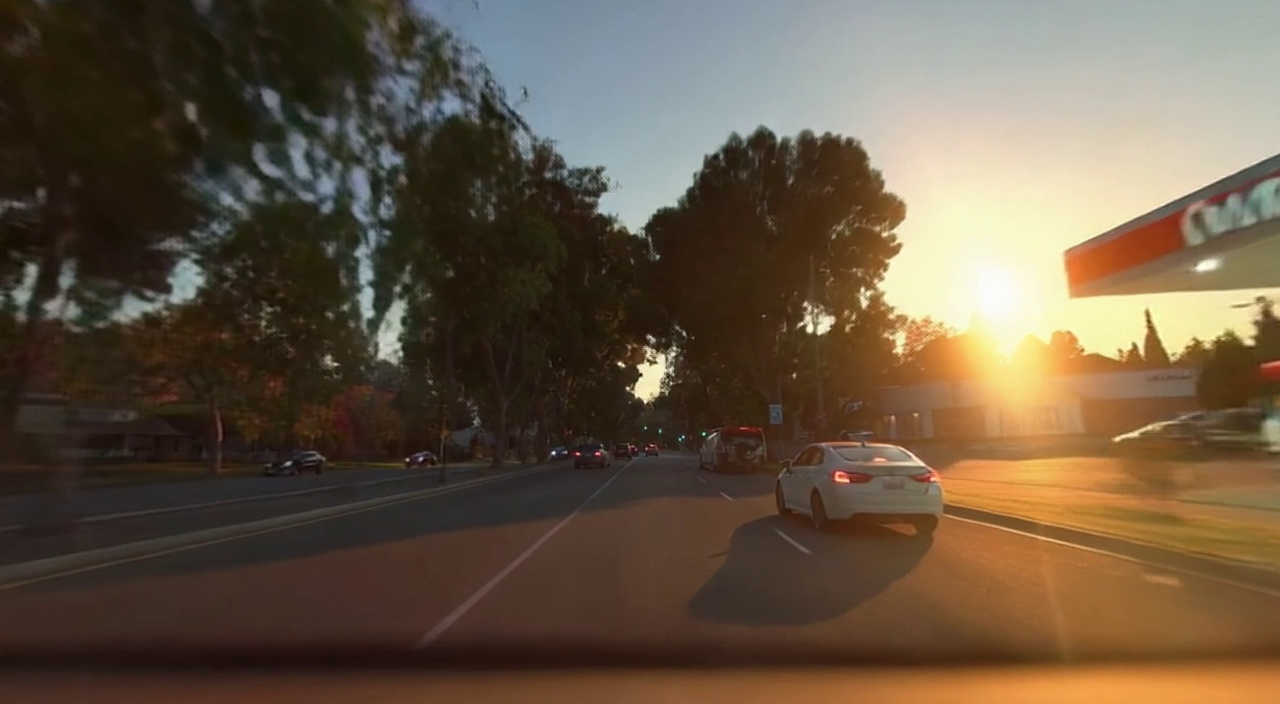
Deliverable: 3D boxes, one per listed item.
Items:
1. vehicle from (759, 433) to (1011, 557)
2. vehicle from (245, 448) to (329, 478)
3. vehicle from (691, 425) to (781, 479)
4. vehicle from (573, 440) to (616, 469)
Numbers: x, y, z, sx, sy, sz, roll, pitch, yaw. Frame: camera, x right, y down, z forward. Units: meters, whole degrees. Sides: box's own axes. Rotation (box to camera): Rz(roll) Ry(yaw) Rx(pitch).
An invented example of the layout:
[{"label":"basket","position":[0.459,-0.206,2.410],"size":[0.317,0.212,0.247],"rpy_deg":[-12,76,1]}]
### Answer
[{"label":"vehicle","position":[3.389,2.069,9.960],"size":[2.095,1.475,4.686],"rpy_deg":[0,-9,0]},{"label":"vehicle","position":[-21.367,6.705,38.380],"size":[2.106,1.660,4.699],"rpy_deg":[-1,-9,4]},{"label":"vehicle","position":[4.243,4.632,29.451],"size":[3.245,2.199,6.295],"rpy_deg":[0,-8,0]},{"label":"vehicle","position":[-2.850,6.547,40.526],"size":[2.250,1.713,4.422],"rpy_deg":[0,-8,2]}]
